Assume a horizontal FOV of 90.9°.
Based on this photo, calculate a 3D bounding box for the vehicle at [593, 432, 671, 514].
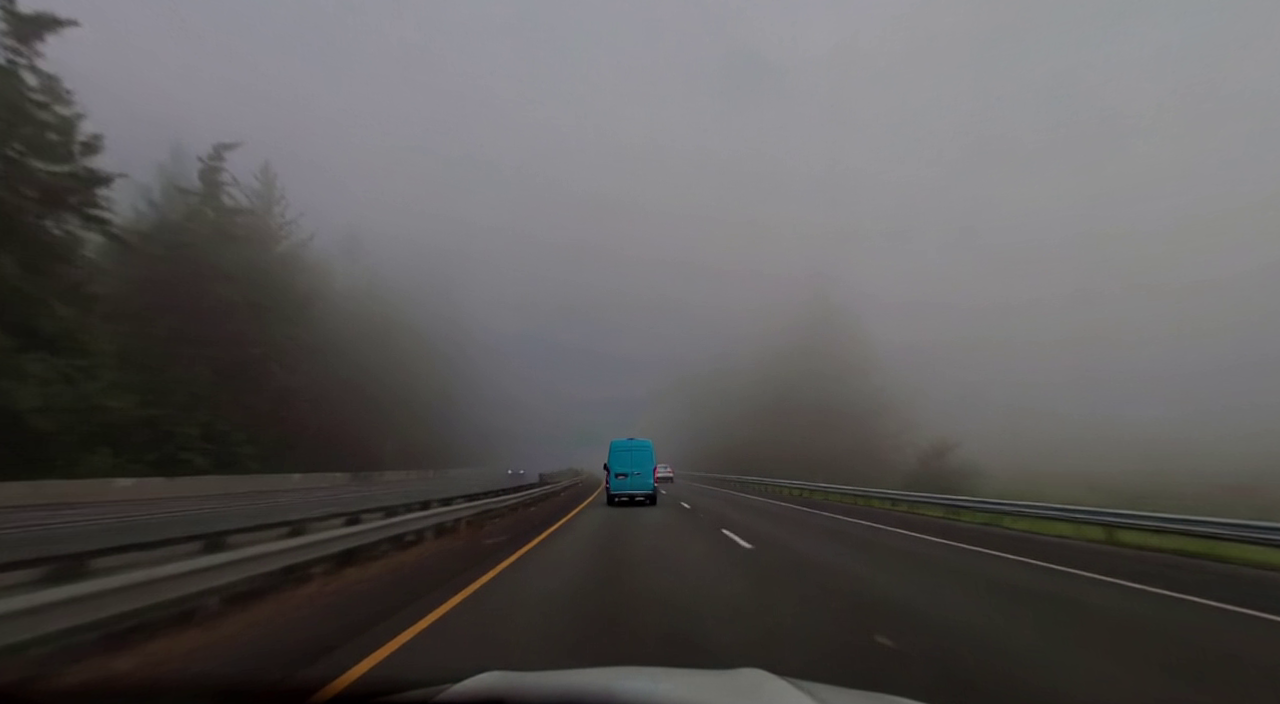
[{"bbox_3d":[-0.384,4.249,22.355,2.375,2.432,6.161,1,-10,-3],"label":"vehicle"}]
